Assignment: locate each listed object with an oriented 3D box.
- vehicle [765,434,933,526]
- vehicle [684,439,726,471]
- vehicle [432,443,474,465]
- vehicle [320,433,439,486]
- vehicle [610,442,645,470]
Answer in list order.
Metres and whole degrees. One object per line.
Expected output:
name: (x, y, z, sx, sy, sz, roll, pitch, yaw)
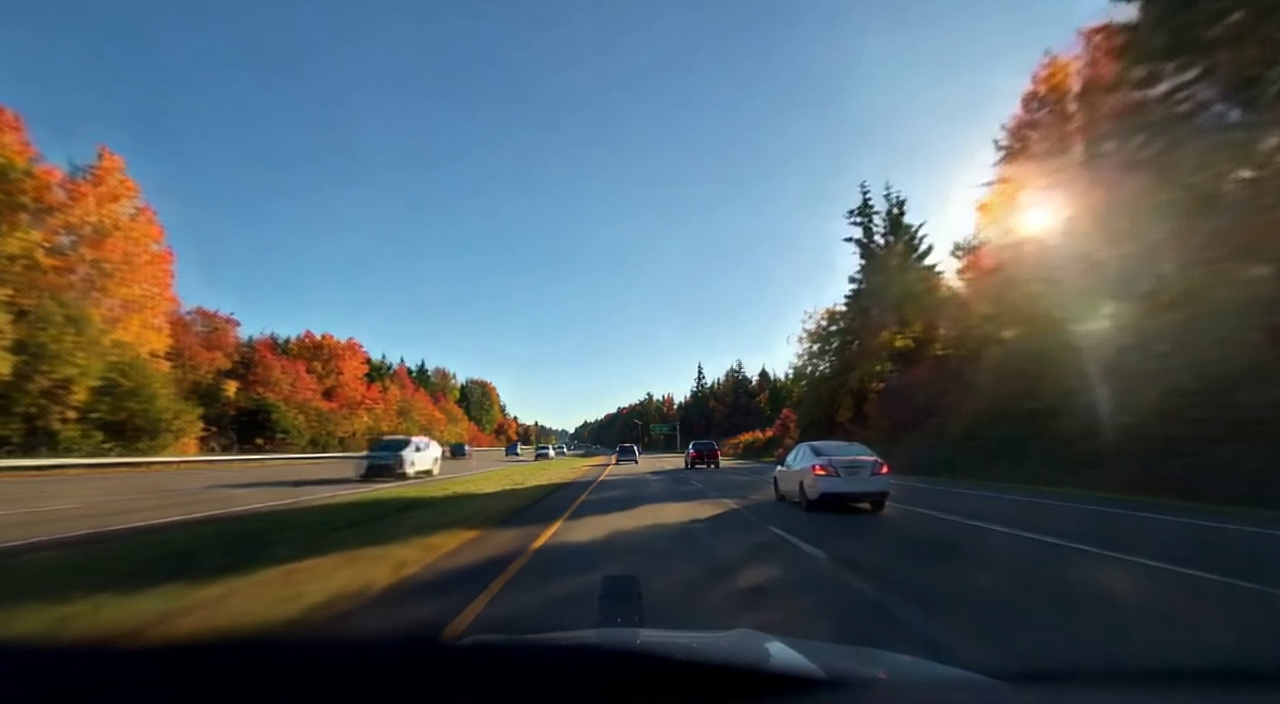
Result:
vehicle: (3.921, 2.457, 12.565, 1.968, 1.513, 3.911, 0, -9, 0)
vehicle: (3.786, 6.058, 37.130, 1.982, 1.745, 4.151, 0, -9, -1)
vehicle: (-13.488, 7.348, 45.412, 1.874, 1.498, 3.922, 0, -9, -1)
vehicle: (-8.292, 3.455, 20.466, 1.918, 1.511, 4.549, 0, -9, 0)
vehicle: (-0.808, 6.694, 40.473, 2.151, 1.693, 4.201, 0, -9, -1)
